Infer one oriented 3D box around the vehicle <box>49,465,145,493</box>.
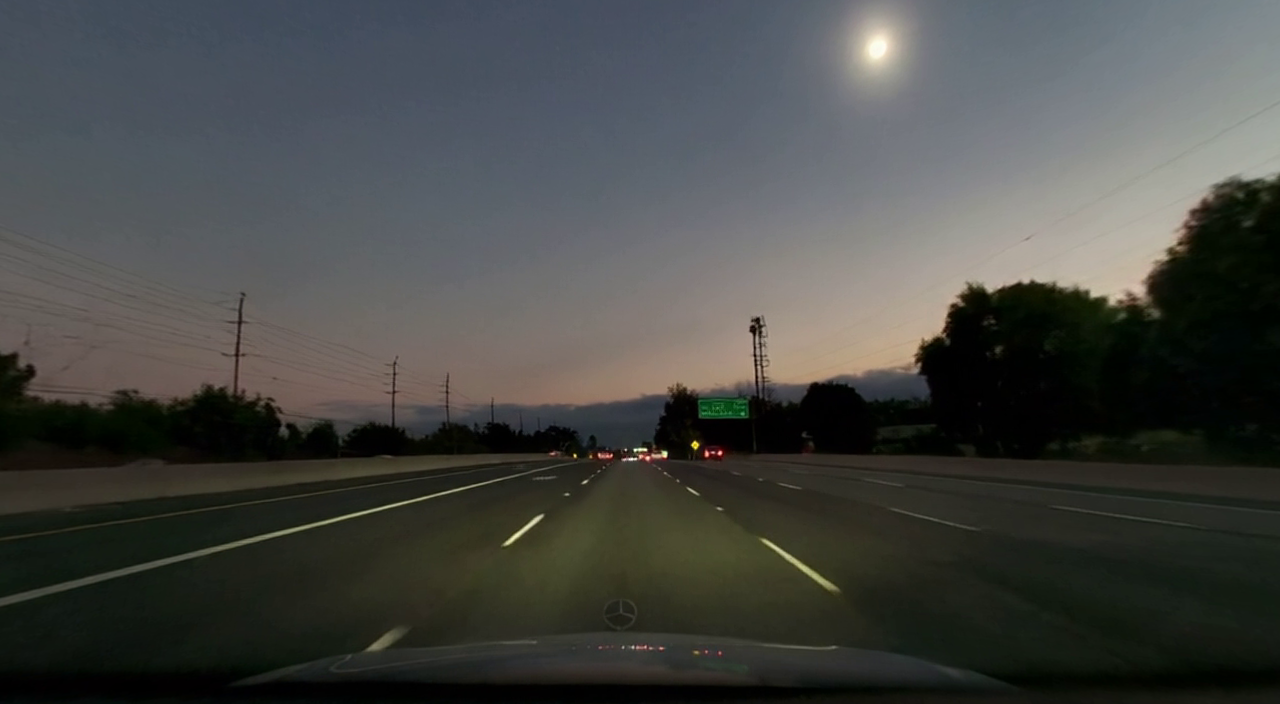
[{"bbox_3d":[-32.815,7.661,38.355,1.889,1.485,4.477,0,-8,-1],"label":"vehicle"}]
